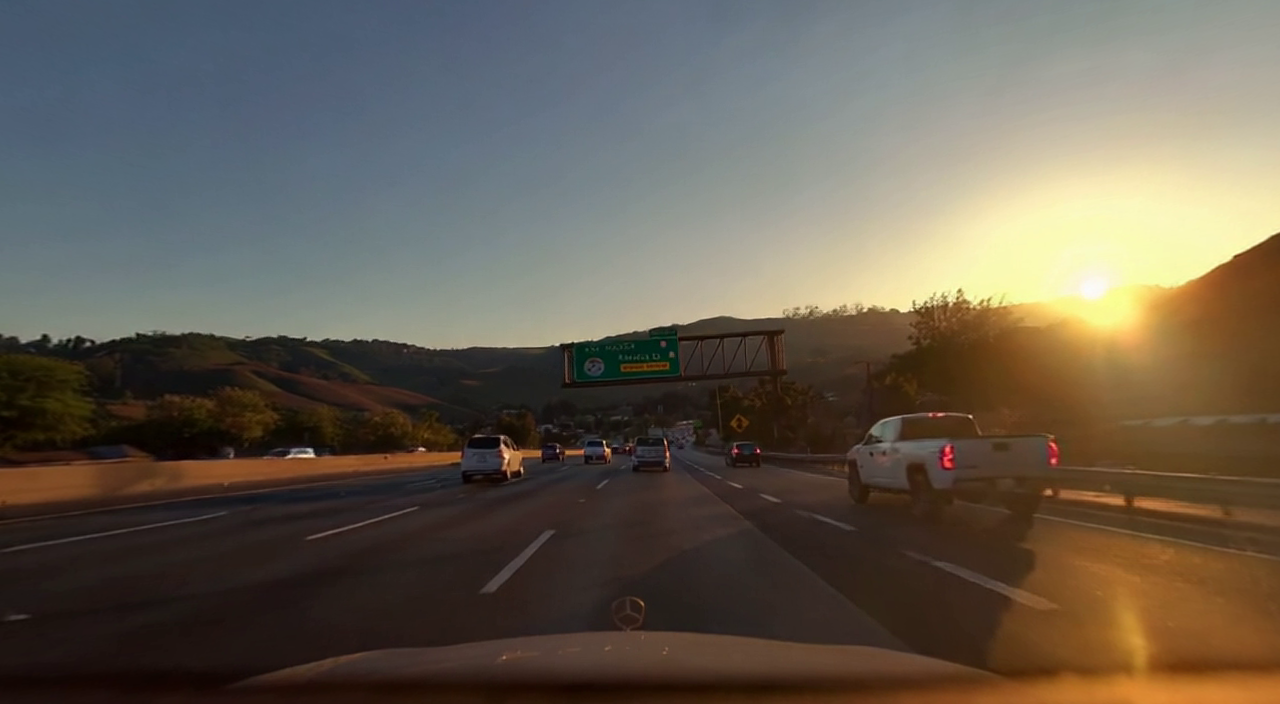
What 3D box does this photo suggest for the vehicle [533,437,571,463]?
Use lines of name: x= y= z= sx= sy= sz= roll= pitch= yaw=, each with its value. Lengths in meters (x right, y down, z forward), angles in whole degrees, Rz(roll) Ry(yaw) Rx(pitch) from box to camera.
vehicle: x=-6.408 y=7.188 z=46.469 sx=2.036 sy=1.813 sz=4.564 roll=0 pitch=-8 yaw=1

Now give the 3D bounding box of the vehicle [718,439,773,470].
vehicle: x=5.344 y=5.279 z=32.659 sx=1.998 sy=1.456 sz=4.338 roll=0 pitch=-8 yaw=-1

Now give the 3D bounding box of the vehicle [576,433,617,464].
vehicle: x=-2.963 y=6.745 z=44.340 sx=2.316 sy=1.999 sz=5.765 roll=0 pitch=-8 yaw=1

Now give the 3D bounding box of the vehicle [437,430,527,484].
vehicle: x=-5.811 y=3.937 z=23.927 sx=2.160 sy=1.799 sz=5.001 roll=0 pitch=-8 yaw=0

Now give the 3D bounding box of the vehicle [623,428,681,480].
vehicle: x=0.418 y=3.932 z=24.508 sx=2.052 sy=1.808 sz=3.898 roll=0 pitch=-8 yaw=0

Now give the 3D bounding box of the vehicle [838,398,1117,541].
vehicle: x=5.210 y=1.891 z=10.733 sx=2.029 sy=1.859 sz=4.669 roll=0 pitch=-8 yaw=-2
